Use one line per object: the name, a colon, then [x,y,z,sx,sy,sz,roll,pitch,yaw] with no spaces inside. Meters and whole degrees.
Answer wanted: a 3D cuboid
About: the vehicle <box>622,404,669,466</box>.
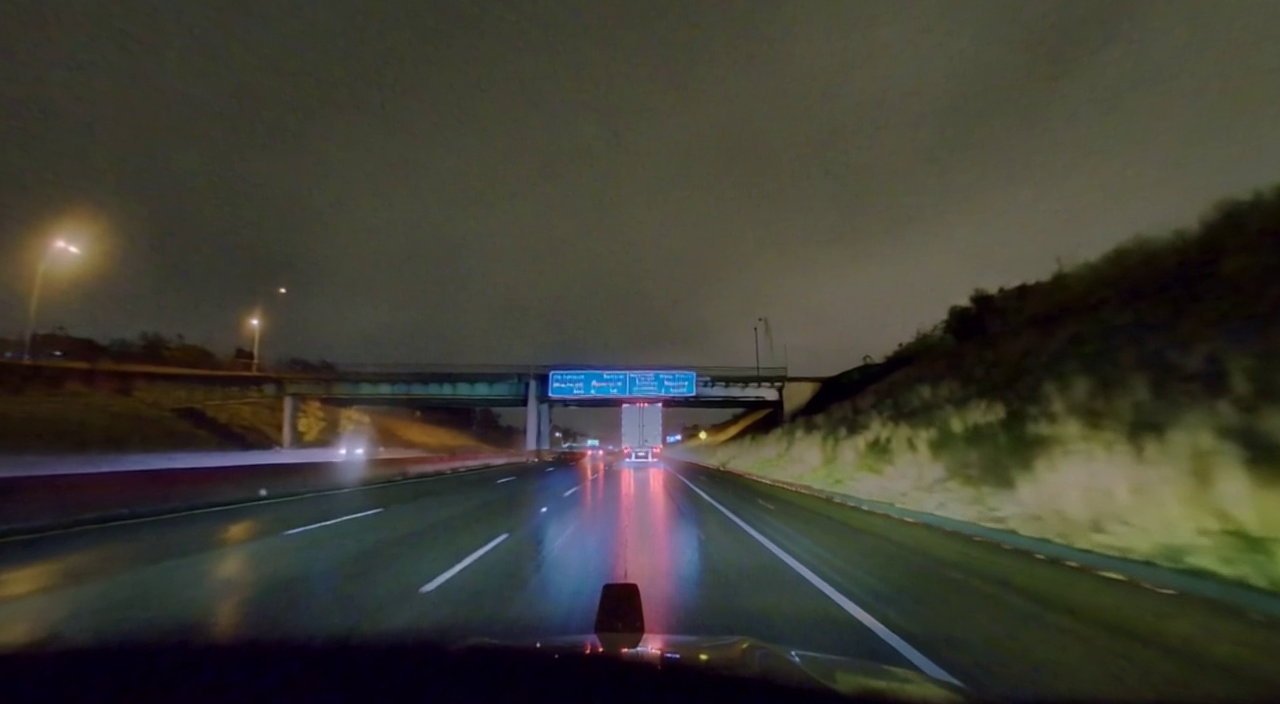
vehicle: [0.307,6.359,47.295,3.033,3.985,12.383,0,-9,0]
